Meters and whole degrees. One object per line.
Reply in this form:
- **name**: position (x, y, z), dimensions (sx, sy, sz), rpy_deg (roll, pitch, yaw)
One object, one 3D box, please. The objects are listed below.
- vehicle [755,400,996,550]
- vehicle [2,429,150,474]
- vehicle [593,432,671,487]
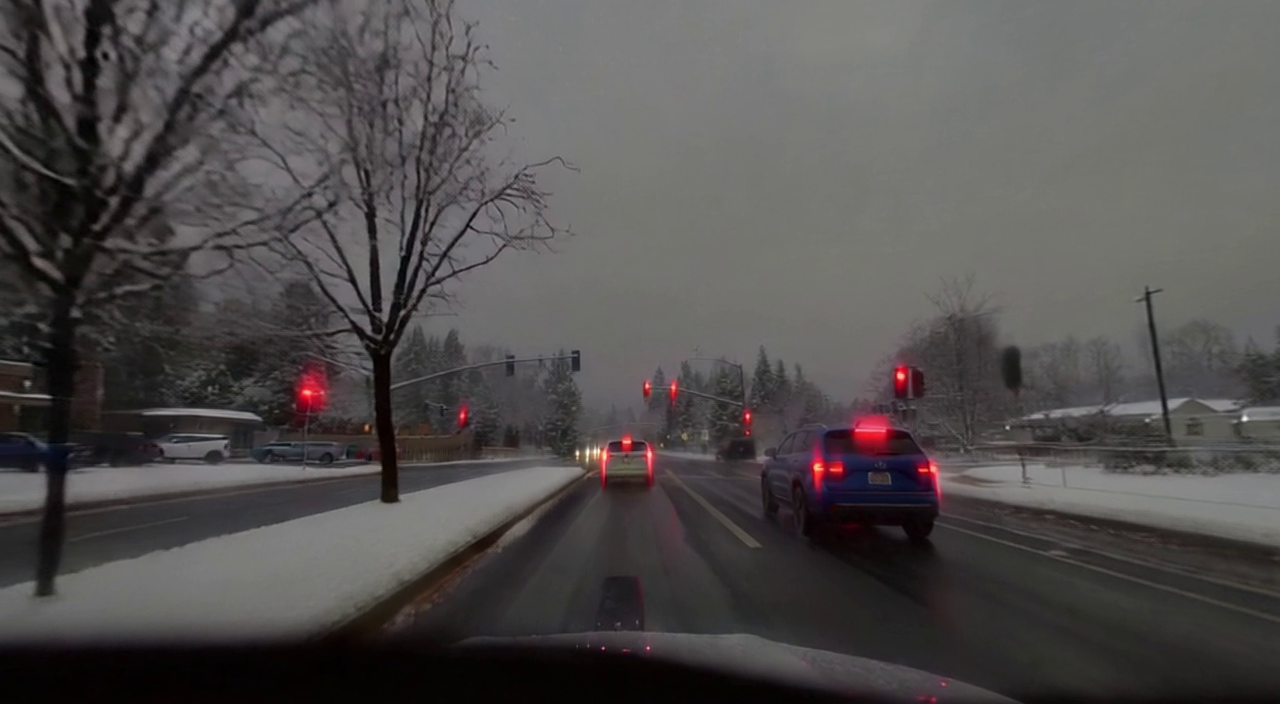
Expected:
- **vehicle**: position (3.208, 1.790, 9.779), dimensions (2.046, 1.768, 4.370), rpy_deg (0, -8, 0)
- **vehicle**: position (-29.011, 5.108, 32.807), dimensions (5.335, 2.076, 2.209), rpy_deg (3, -10, -33)
- **vehicle**: position (-0.232, 3.360, 20.096), dimensions (2.177, 1.512, 4.682), rpy_deg (0, -8, 0)
